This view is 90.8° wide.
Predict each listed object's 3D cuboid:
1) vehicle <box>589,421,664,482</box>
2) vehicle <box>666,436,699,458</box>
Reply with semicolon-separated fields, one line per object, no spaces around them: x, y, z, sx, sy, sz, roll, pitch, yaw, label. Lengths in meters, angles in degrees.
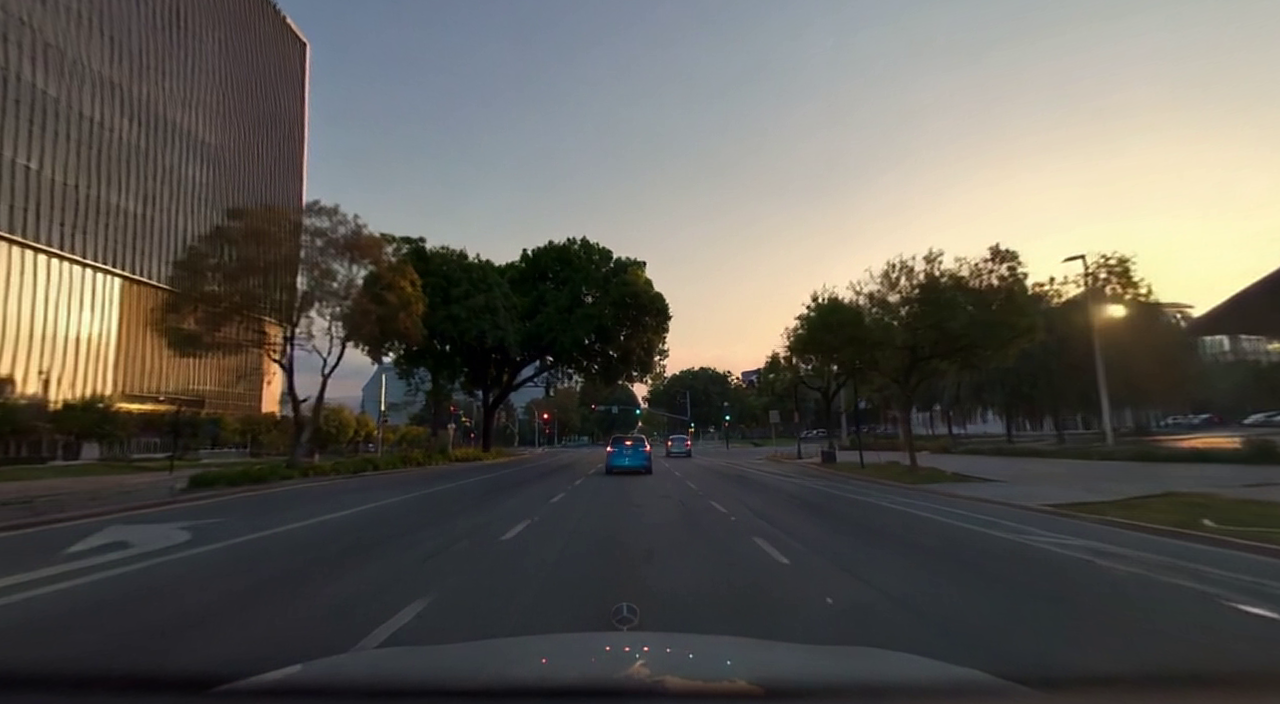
-0.455;3.429;21.951;2.313;1.860;4.319;0;-8;-1;vehicle
3.072;7.024;46.670;2.065;1.495;4.792;0;-8;-1;vehicle
